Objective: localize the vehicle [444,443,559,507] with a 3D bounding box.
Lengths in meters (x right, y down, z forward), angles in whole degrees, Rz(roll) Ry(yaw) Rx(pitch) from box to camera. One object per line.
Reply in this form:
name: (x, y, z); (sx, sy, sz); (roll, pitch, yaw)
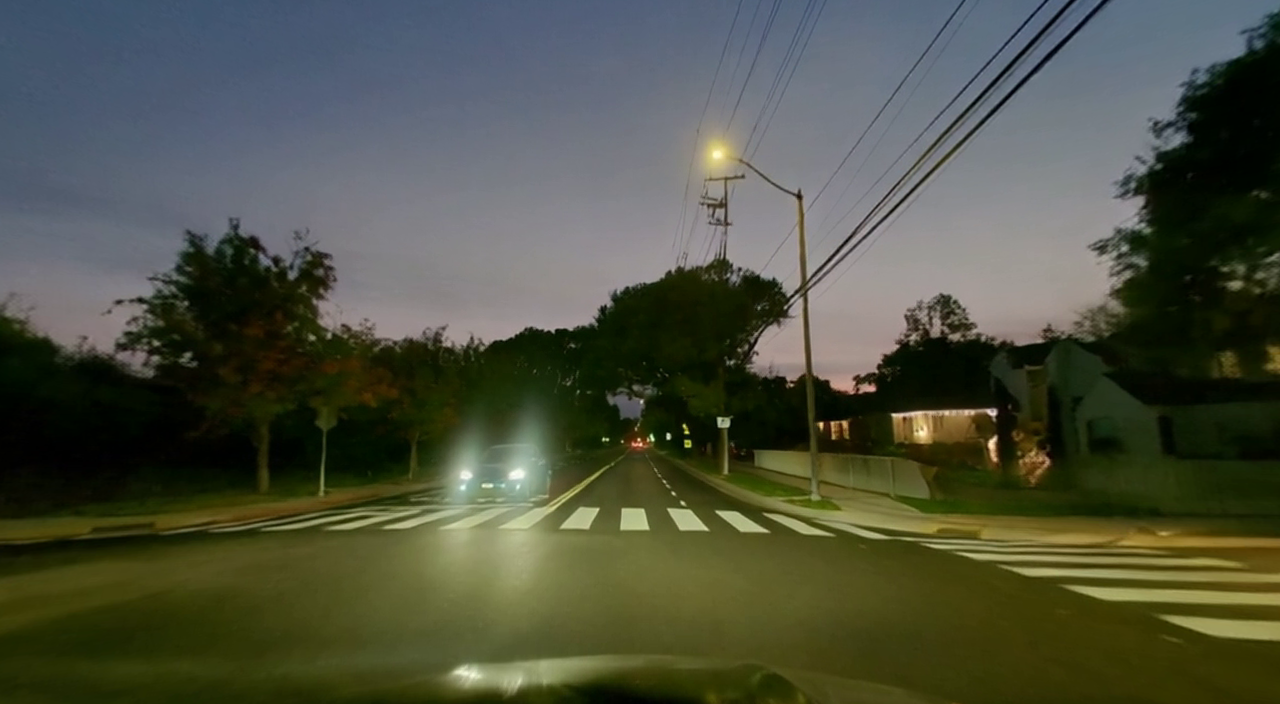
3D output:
vehicle: (-3.558, 3.224, 17.072); (2.102, 1.463, 4.024); (0, -8, 1)
